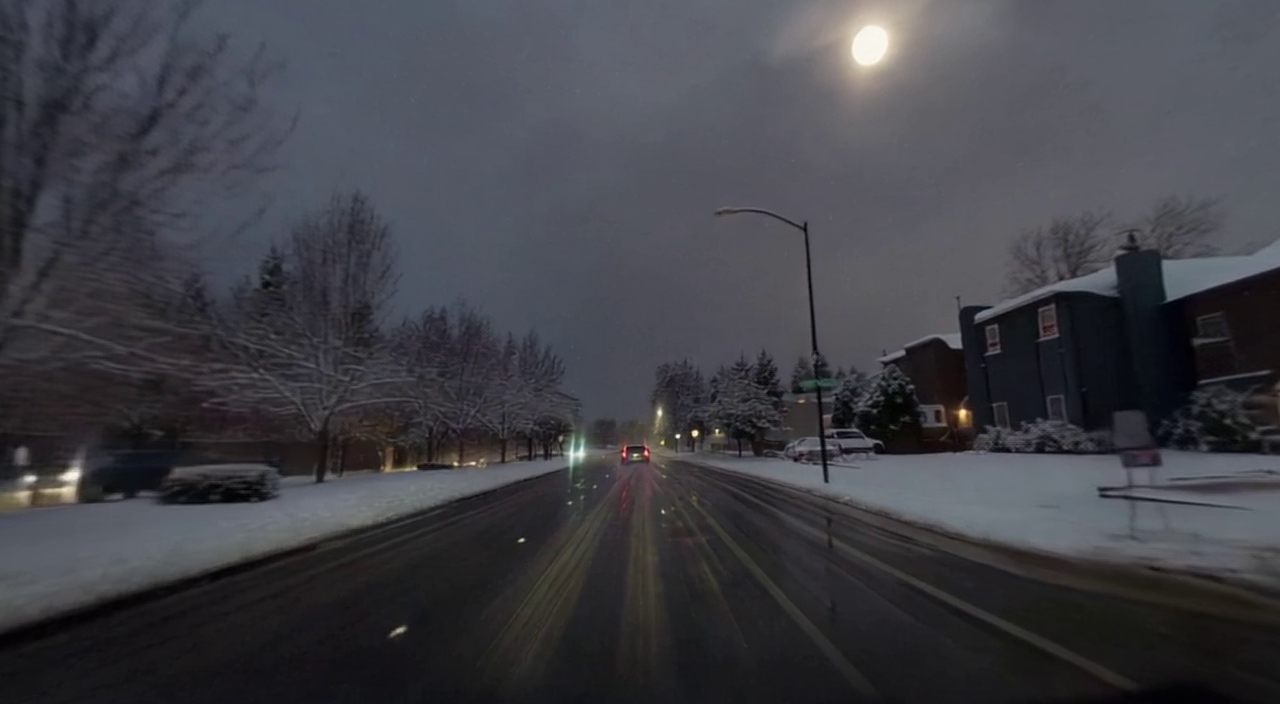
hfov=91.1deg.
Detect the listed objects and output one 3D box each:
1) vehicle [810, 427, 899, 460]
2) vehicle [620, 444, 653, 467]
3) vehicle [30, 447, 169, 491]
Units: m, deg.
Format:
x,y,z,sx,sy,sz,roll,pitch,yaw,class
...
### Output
x,y,z,sx,sy,sz,roll,pitch,yaw,class
13.236,5.688,38.909,4.739,1.918,2.071,-1,-8,2,vehicle
-0.258,6.893,41.859,2.054,1.456,4.003,0,-8,-1,vehicle
-19.755,4.255,23.179,1.836,1.456,3.647,0,-8,0,vehicle
